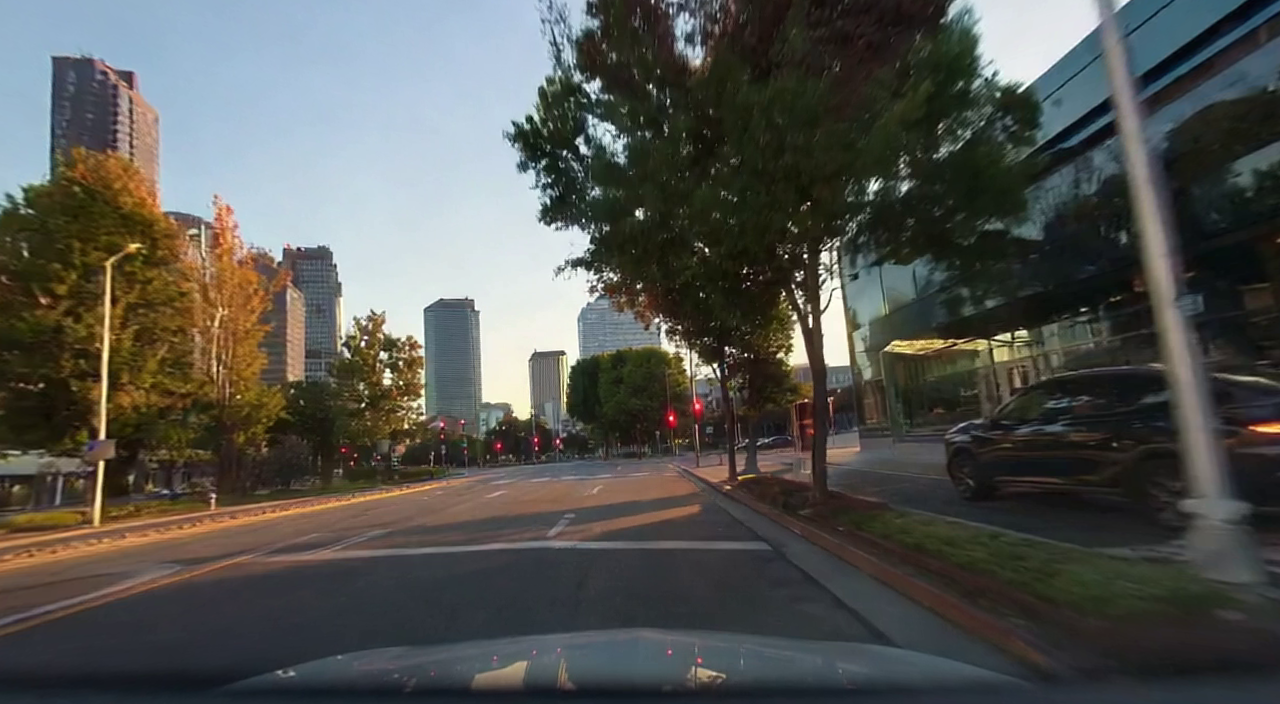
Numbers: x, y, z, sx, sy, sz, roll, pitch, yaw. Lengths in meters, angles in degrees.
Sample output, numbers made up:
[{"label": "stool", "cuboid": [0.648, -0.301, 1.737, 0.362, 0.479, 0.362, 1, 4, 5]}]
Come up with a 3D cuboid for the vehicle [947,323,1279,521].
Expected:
[{"label": "vehicle", "cuboid": [7.521, 1.059, 8.872, 2.530, 2.076, 5.768, 2, -9, -14]}]
